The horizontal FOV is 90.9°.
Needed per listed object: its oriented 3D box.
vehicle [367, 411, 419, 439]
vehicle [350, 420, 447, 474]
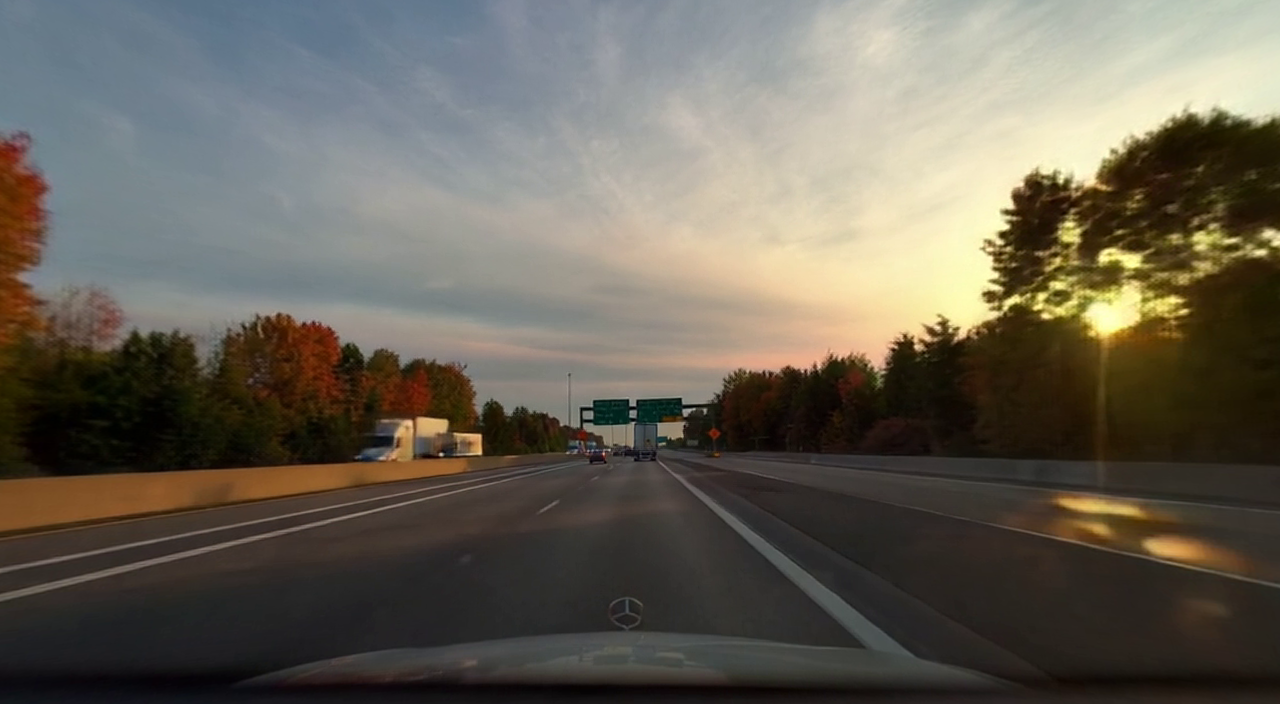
[{"bbox_3d":[-17.134,5.139,44.000,1.866,1.761,4.683,-2,-8,-1],"label":"vehicle"},{"bbox_3d":[-17.277,6.950,46.184,3.018,3.494,10.321,0,-9,0],"label":"vehicle"}]
